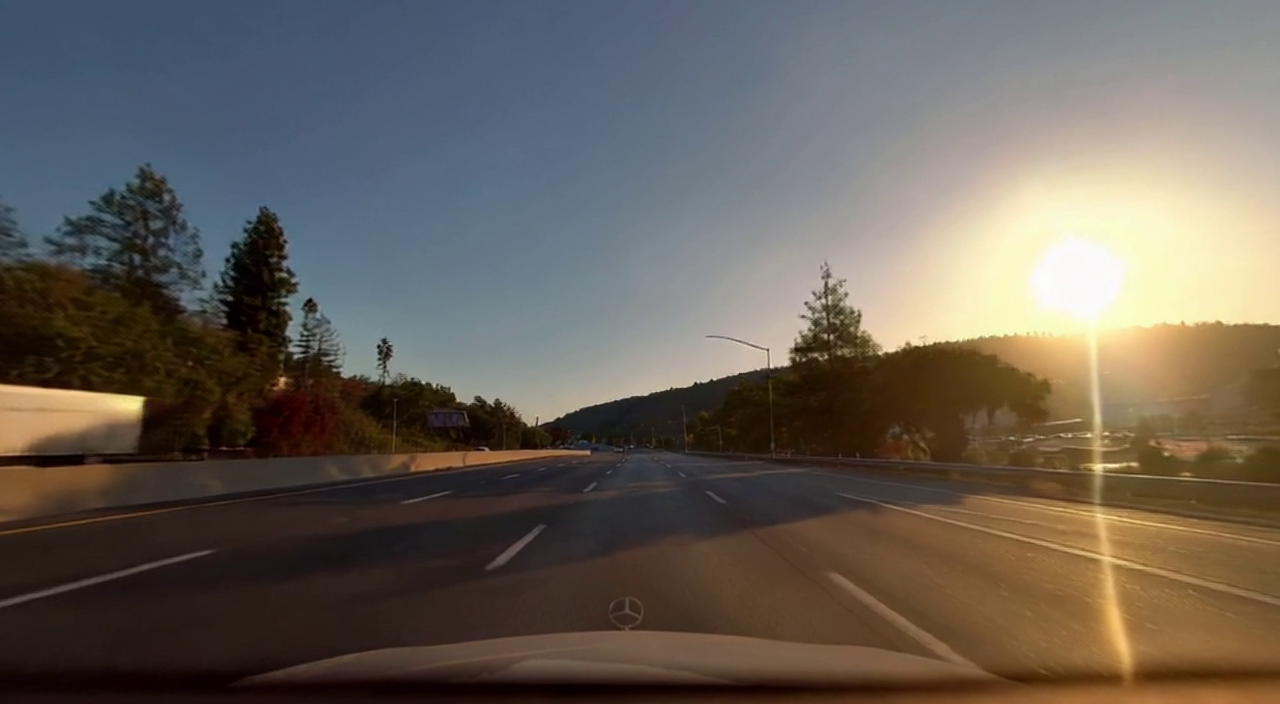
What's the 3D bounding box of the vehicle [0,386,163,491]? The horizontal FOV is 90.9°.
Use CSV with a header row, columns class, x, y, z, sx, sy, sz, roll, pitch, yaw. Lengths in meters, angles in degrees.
class,x,y,z,sx,sy,sz,roll,pitch,yaw
vehicle,-26.333,3.607,26.153,2.833,4.035,12.987,0,-8,0
